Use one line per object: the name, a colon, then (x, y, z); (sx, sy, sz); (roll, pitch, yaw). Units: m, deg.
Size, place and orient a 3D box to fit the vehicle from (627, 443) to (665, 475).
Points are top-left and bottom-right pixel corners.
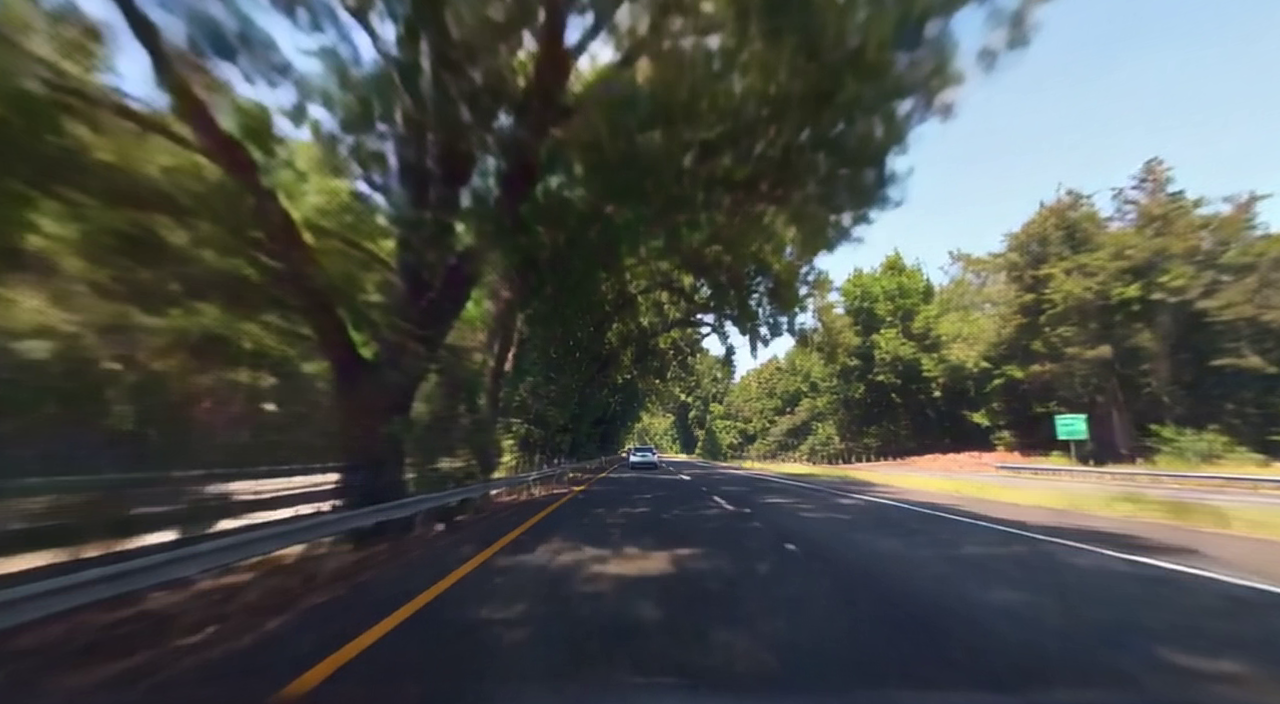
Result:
vehicle: (0.290, 5.863, 34.671); (1.987, 1.658, 3.620); (0, -9, 0)
